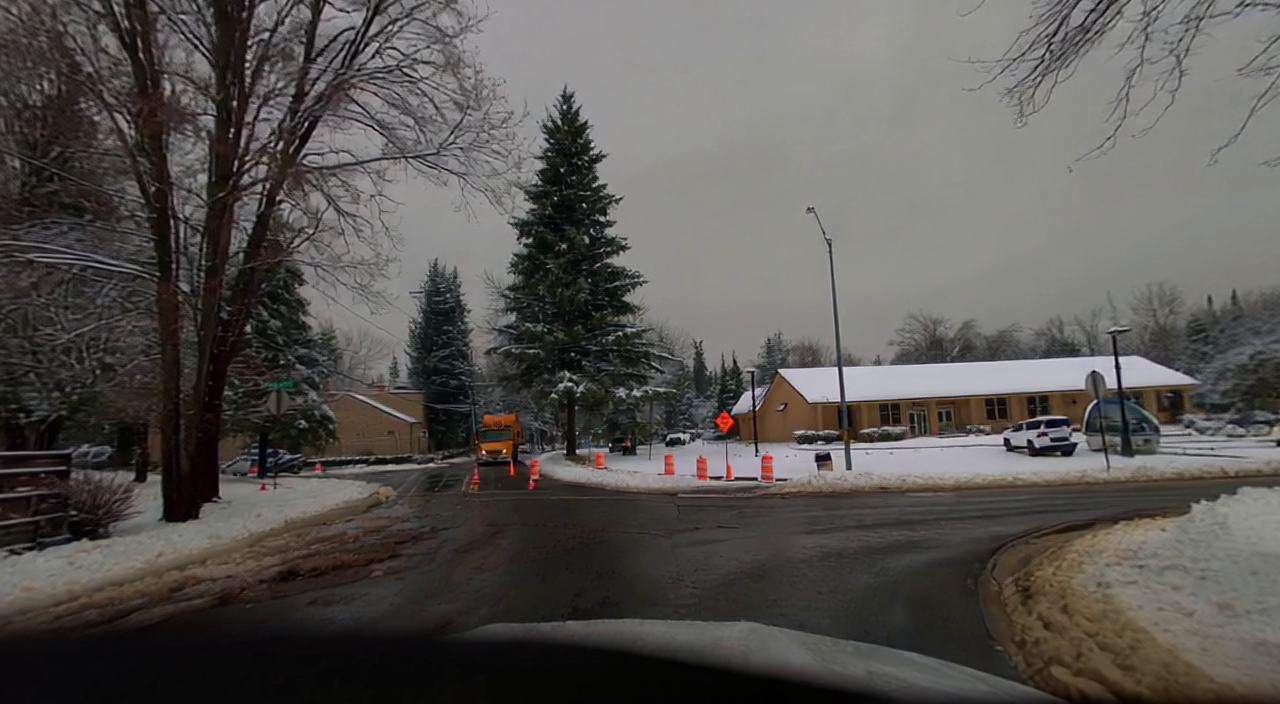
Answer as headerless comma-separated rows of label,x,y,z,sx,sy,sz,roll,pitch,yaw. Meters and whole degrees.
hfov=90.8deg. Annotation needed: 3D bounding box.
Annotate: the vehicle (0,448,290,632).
vehicle,-7.596,2.015,7.558,2.961,1.701,7.563,1,-9,-4
